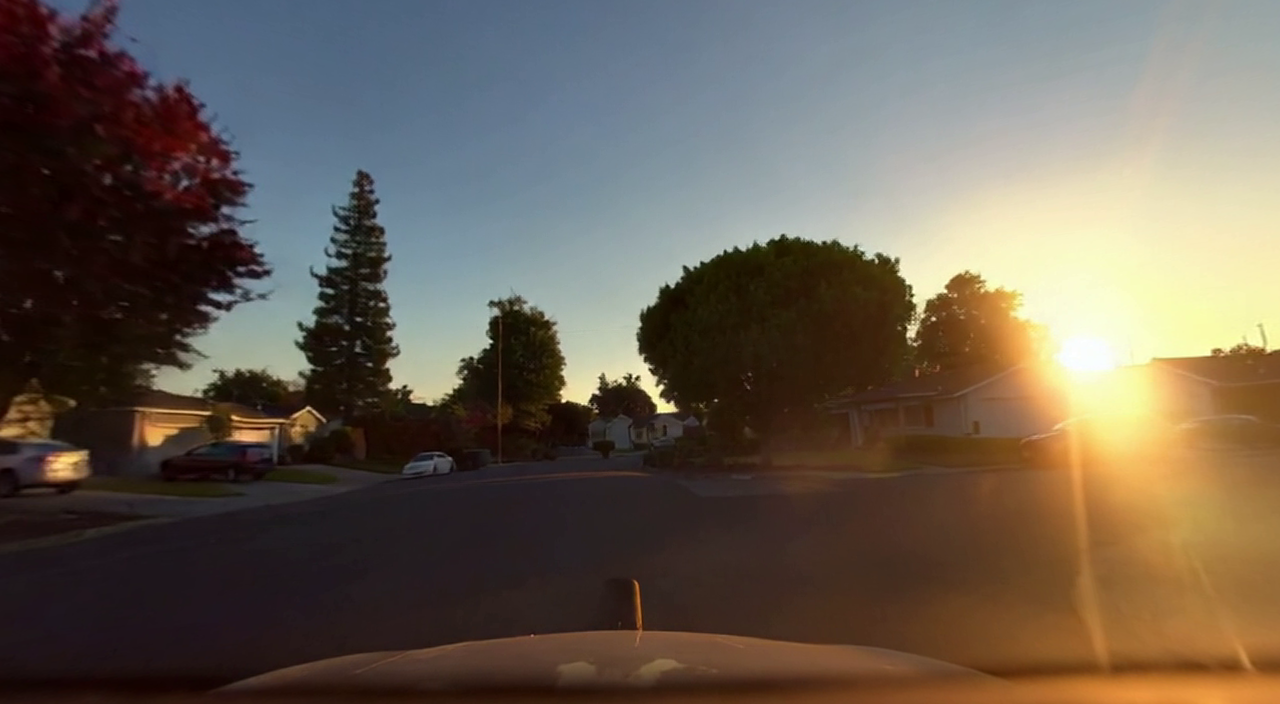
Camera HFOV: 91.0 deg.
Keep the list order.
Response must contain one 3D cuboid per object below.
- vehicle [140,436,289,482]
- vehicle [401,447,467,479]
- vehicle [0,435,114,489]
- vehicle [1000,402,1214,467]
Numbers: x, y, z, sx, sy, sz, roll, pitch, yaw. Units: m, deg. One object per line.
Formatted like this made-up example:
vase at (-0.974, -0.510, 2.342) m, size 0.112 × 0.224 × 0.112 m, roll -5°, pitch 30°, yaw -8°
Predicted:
vehicle at (-17.957, 4.548, 26.804) m, size 4.683 × 1.849 × 2.044 m, roll 1°, pitch -9°, yaw -8°
vehicle at (-10.442, 5.641, 32.273) m, size 2.040 × 1.525 × 5.212 m, roll 1°, pitch -9°, yaw -5°
vehicle at (-19.923, 3.436, 19.759) m, size 1.829 × 1.584 × 4.748 m, roll -4°, pitch -10°, yaw 25°
vehicle at (16.153, 2.928, 21.910) m, size 6.088 × 2.084 × 2.337 m, roll 2°, pitch -10°, yaw -12°
